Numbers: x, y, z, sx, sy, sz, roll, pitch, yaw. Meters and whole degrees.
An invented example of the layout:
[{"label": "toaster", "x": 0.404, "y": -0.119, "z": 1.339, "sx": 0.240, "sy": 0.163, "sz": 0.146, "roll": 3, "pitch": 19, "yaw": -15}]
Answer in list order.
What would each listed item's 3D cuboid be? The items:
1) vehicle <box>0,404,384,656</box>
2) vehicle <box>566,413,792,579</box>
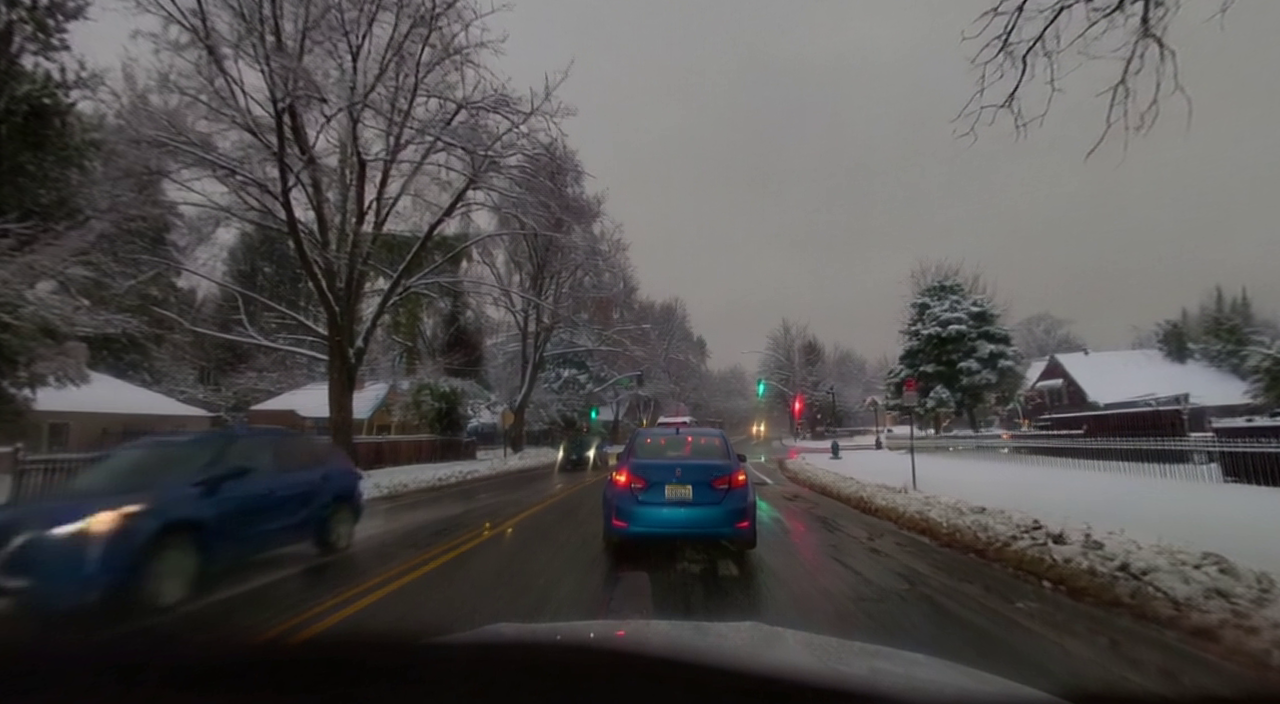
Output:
[{"label": "vehicle", "x": -4.811, "y": 1.532, "z": 6.655, "sx": 2.082, "sy": 1.682, "sz": 4.623, "roll": 0, "pitch": -8, "yaw": 2}, {"label": "vehicle", "x": 0.392, "y": 1.607, "z": 7.823, "sx": 2.070, "sy": 1.516, "sz": 3.936, "roll": 0, "pitch": -8, "yaw": 1}]
